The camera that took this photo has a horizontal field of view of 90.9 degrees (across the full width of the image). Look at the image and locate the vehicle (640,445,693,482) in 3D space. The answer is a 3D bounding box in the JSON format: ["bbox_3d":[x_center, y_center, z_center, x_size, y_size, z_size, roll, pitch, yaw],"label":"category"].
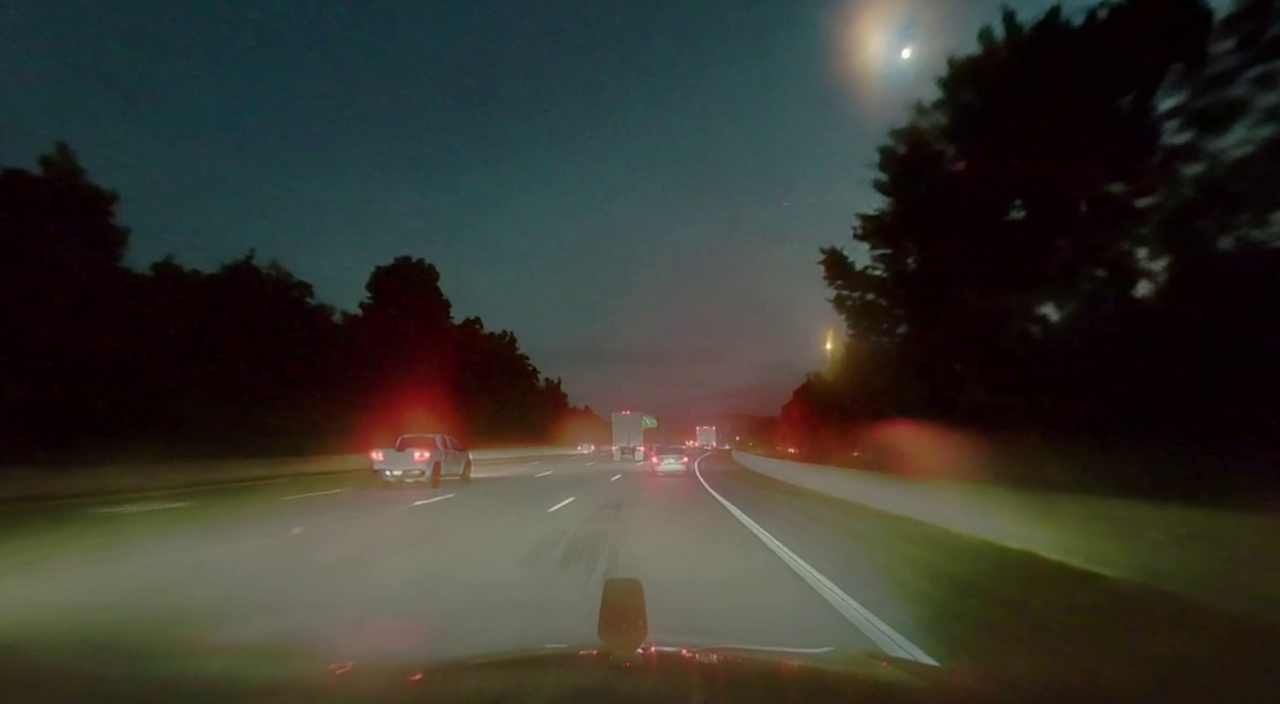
[{"bbox_3d":[1.110,4.482,25.672,1.984,1.365,3.767,-1,-9,3],"label":"vehicle"}]

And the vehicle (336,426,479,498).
[{"bbox_3d":[-6.564,3.174,18.563,2.142,1.833,4.854,-1,-9,3],"label":"vehicle"}]
